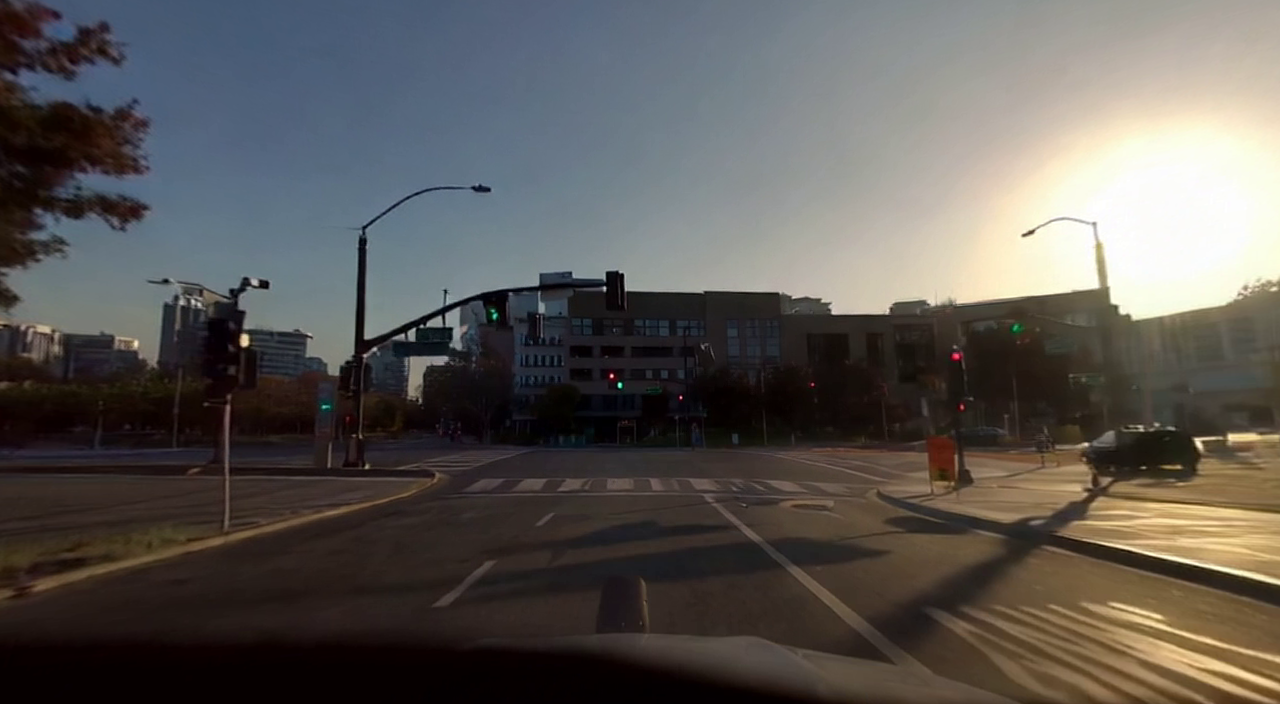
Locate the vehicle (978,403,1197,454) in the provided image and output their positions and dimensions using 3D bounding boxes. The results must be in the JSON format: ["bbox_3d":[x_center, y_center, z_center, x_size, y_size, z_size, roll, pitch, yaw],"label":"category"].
[{"bbox_3d":[31.013,5.397,43.912,12.822,3.296,3.033,0,-9,0],"label":"vehicle"}]
